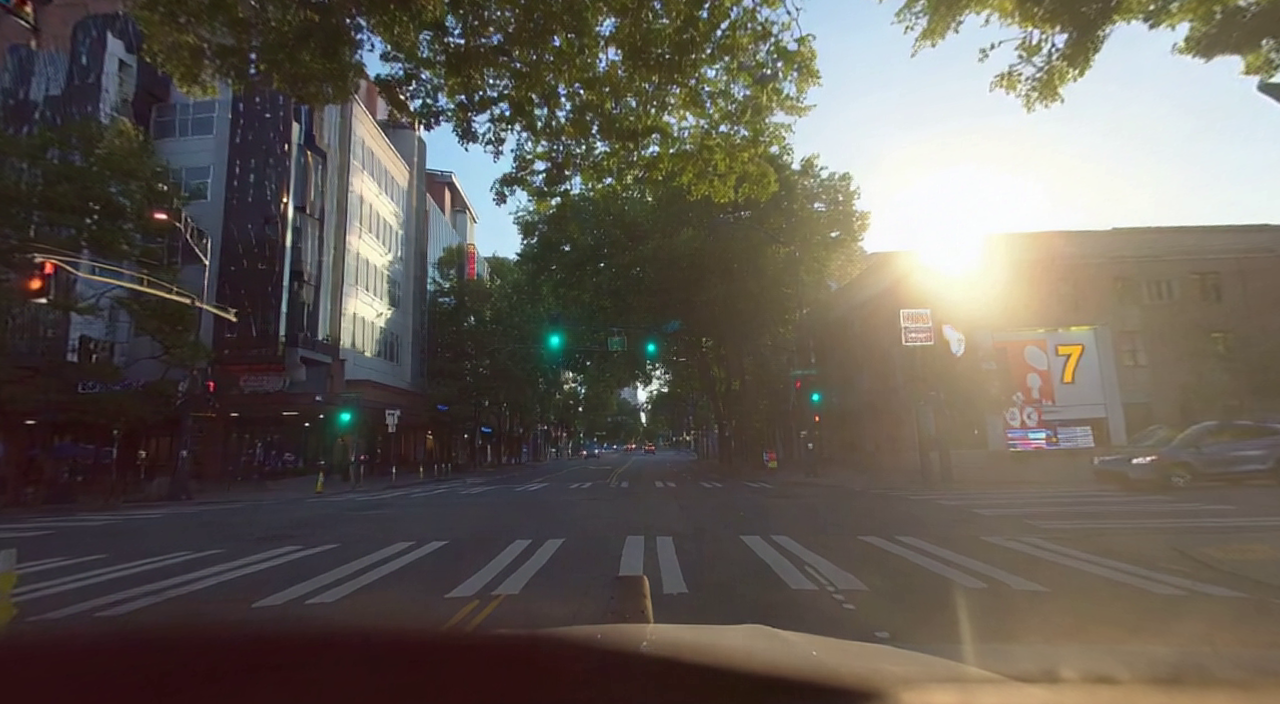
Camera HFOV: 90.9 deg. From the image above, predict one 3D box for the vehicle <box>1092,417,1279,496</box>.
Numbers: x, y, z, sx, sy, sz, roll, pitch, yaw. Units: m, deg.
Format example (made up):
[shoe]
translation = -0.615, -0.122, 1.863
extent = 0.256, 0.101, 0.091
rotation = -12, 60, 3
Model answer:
[vehicle]
translation = 14.333, 2.540, 15.490
extent = 4.836, 1.795, 1.957
rotation = 0, -8, 0
